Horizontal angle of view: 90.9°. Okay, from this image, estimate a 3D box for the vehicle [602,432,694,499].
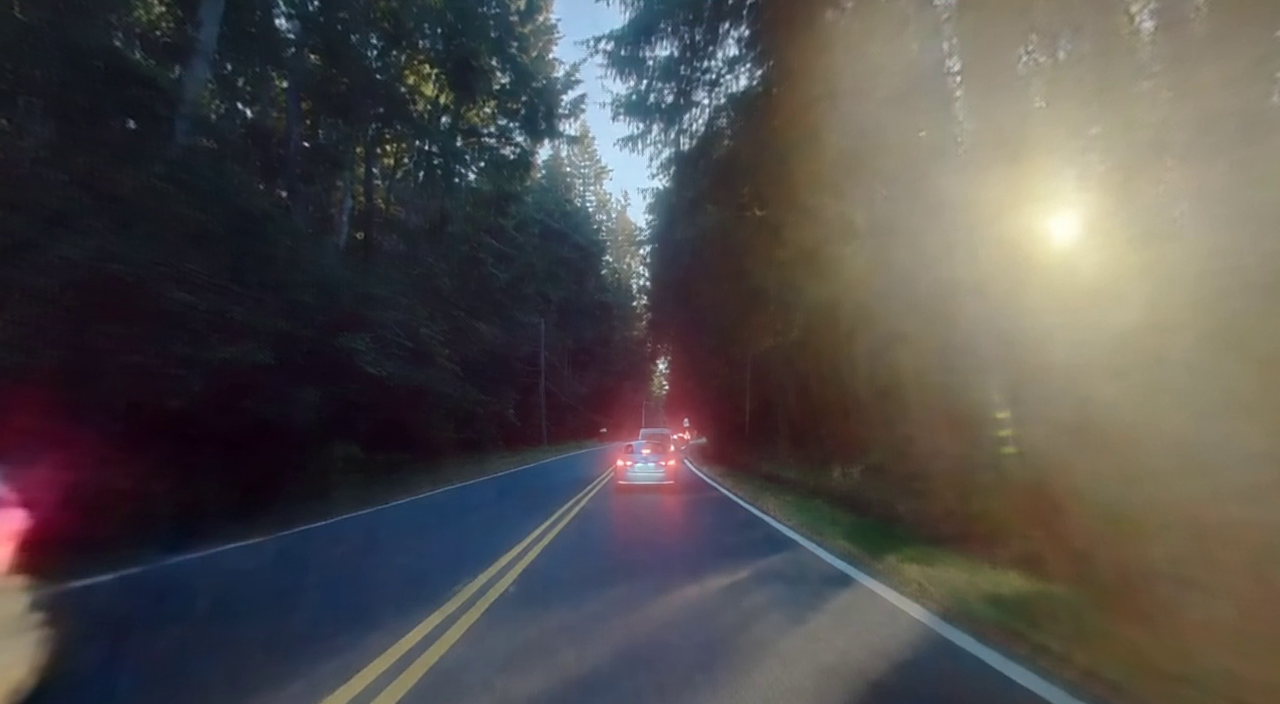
[{"bbox_3d":[0.169,2.856,16.206,2.081,1.503,3.726,0,-8,-1],"label":"vehicle"}]
